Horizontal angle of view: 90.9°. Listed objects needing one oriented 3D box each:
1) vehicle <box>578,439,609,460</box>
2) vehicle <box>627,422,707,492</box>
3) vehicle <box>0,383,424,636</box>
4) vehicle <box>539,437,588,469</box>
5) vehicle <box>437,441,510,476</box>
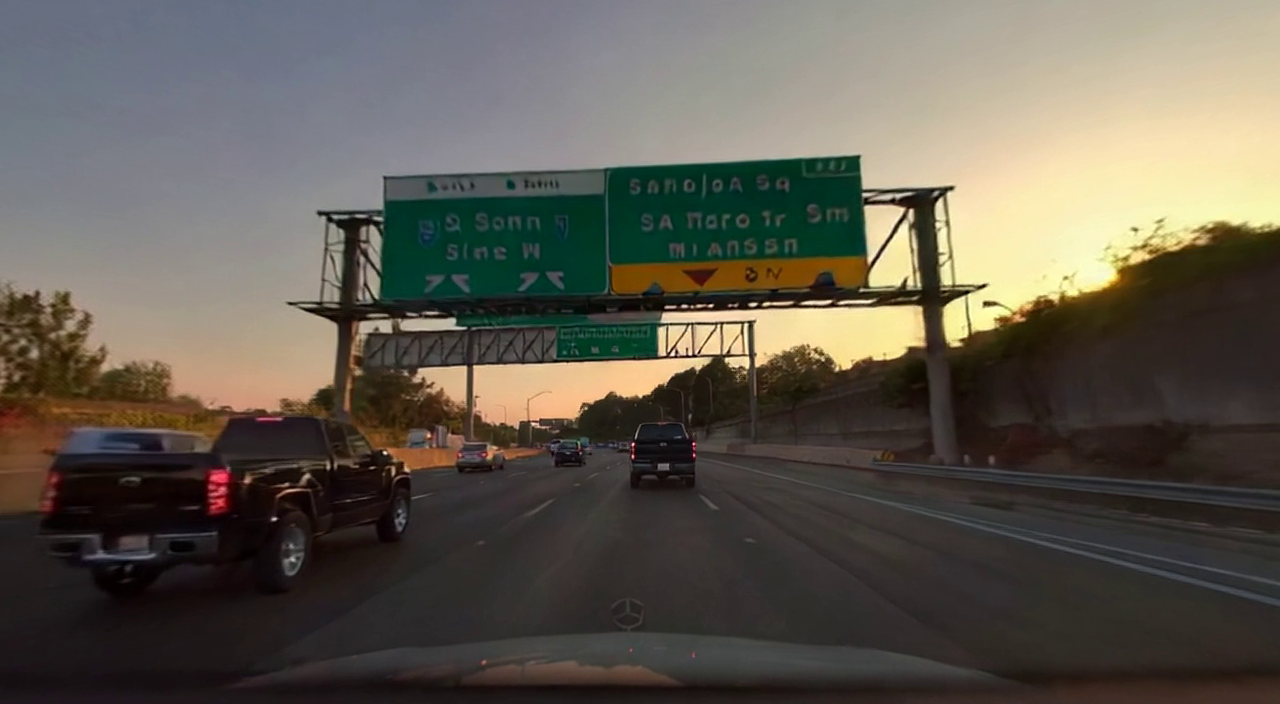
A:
[{"bbox_3d":[-3.602,7.709,49.946,2.061,1.584,4.290,0,-8,1],"label":"vehicle"},{"bbox_3d":[0.667,3.090,18.792,2.083,1.792,4.782,0,-8,-1],"label":"vehicle"},{"bbox_3d":[-4.357,1.503,7.148,1.954,1.792,5.187,0,-8,0],"label":"vehicle"},{"bbox_3d":[-4.064,5.475,34.220,1.961,1.591,4.756,-1,-8,2],"label":"vehicle"},{"bbox_3d":[-7.642,4.921,29.480,2.081,1.463,4.749,0,-8,1],"label":"vehicle"}]
